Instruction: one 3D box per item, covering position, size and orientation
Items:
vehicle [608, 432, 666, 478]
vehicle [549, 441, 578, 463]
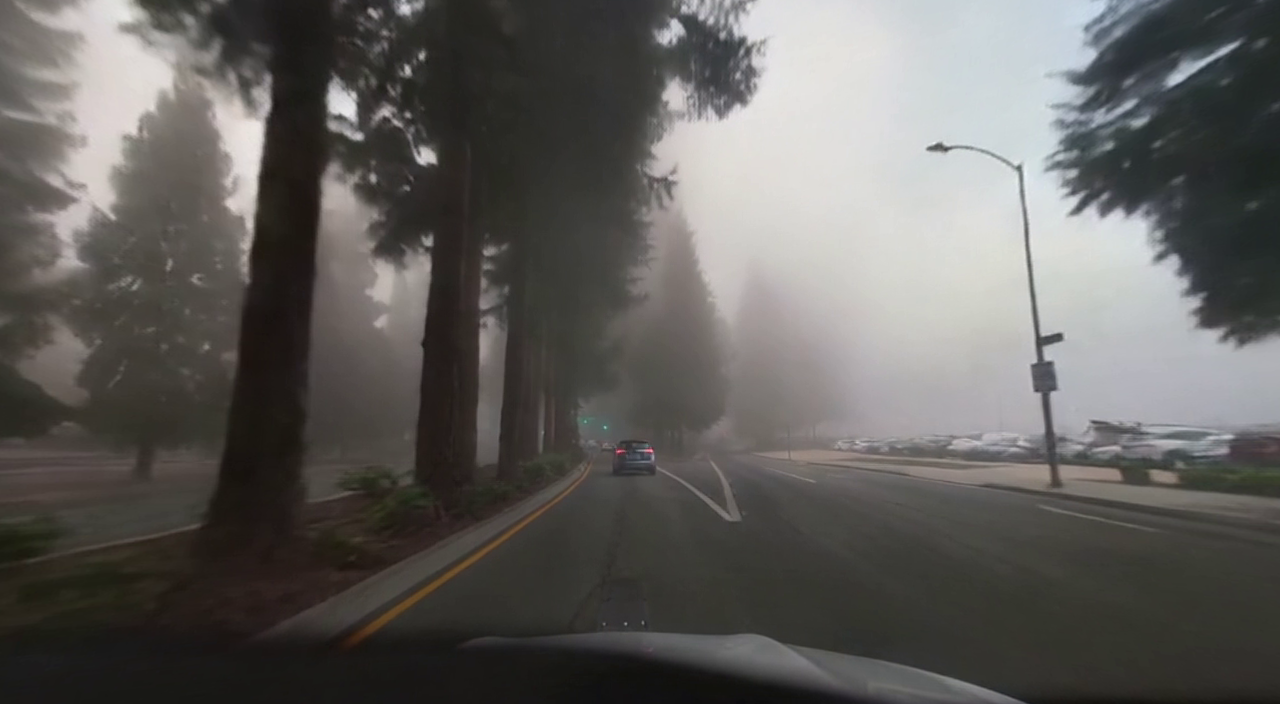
[{"bbox_3d":[-0.152,4.112,25.328,2.135,1.691,3.884,0,-9,-1],"label":"vehicle"},{"bbox_3d":[-5.776,7.531,47.685,1.950,1.563,3.727,0,-9,-4],"label":"vehicle"}]
